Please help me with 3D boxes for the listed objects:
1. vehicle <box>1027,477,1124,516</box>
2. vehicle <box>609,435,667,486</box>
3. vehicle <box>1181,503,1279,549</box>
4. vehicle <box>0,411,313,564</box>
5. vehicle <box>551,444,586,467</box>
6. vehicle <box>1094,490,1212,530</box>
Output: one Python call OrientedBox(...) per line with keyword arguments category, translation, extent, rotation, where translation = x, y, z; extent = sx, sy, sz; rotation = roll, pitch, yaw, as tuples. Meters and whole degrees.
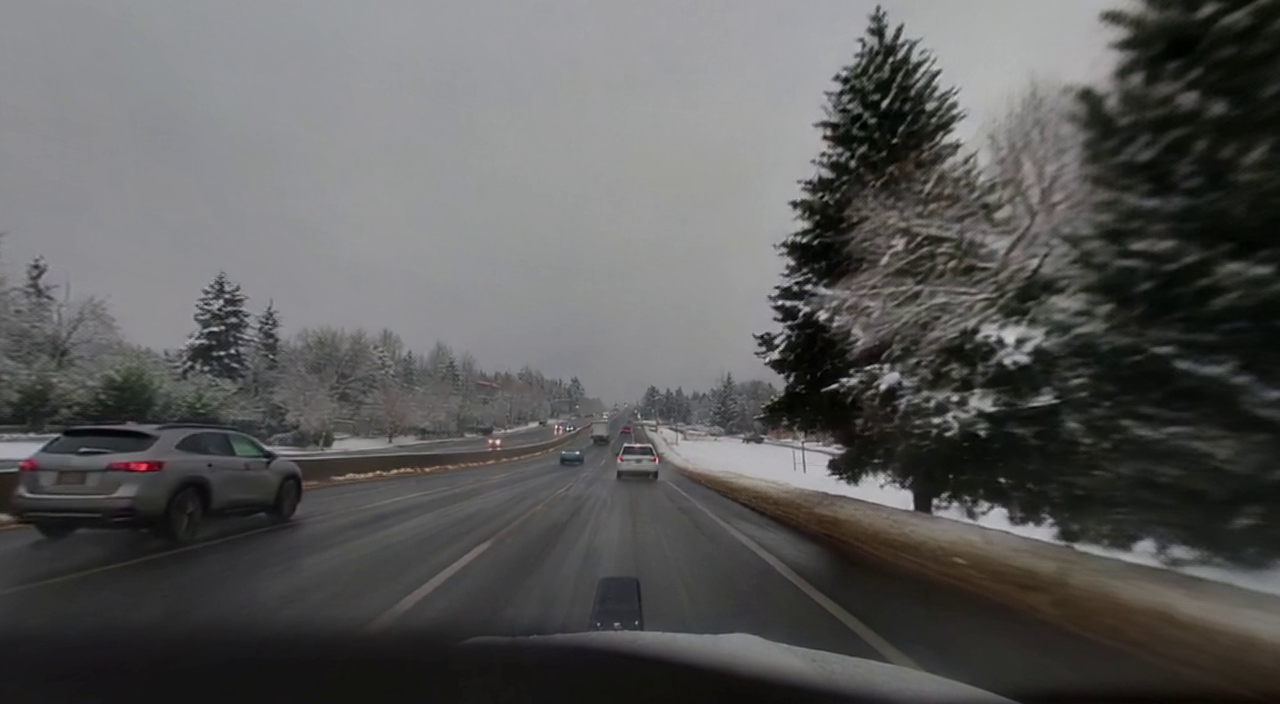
OrientedBox(category="vehicle", translation=(26.765, 8.849, 39.079), extent=(1.858, 1.849, 4.942), rotation=(0, -7, -10))
OrientedBox(category="vehicle", translation=(-0.077, 4.337, 25.534), extent=(2.125, 1.830, 4.370), rotation=(0, -9, 0))
OrientedBox(category="vehicle", translation=(28.033, 7.981, 29.158), extent=(1.845, 1.533, 4.455), rotation=(1, -9, -7))
OrientedBox(category="vehicle", translation=(-7.217, 1.862, 9.470), extent=(1.997, 1.650, 5.090), rotation=(0, -9, -1))
OrientedBox(category="vehicle", translation=(-5.223, 7.657, 46.856), extent=(2.123, 1.592, 4.505), rotation=(0, -9, -1))
OrientedBox(category="vehicle", translation=(27.417, 8.460, 34.025), extent=(1.874, 1.577, 4.877), rotation=(3, -9, -8))
